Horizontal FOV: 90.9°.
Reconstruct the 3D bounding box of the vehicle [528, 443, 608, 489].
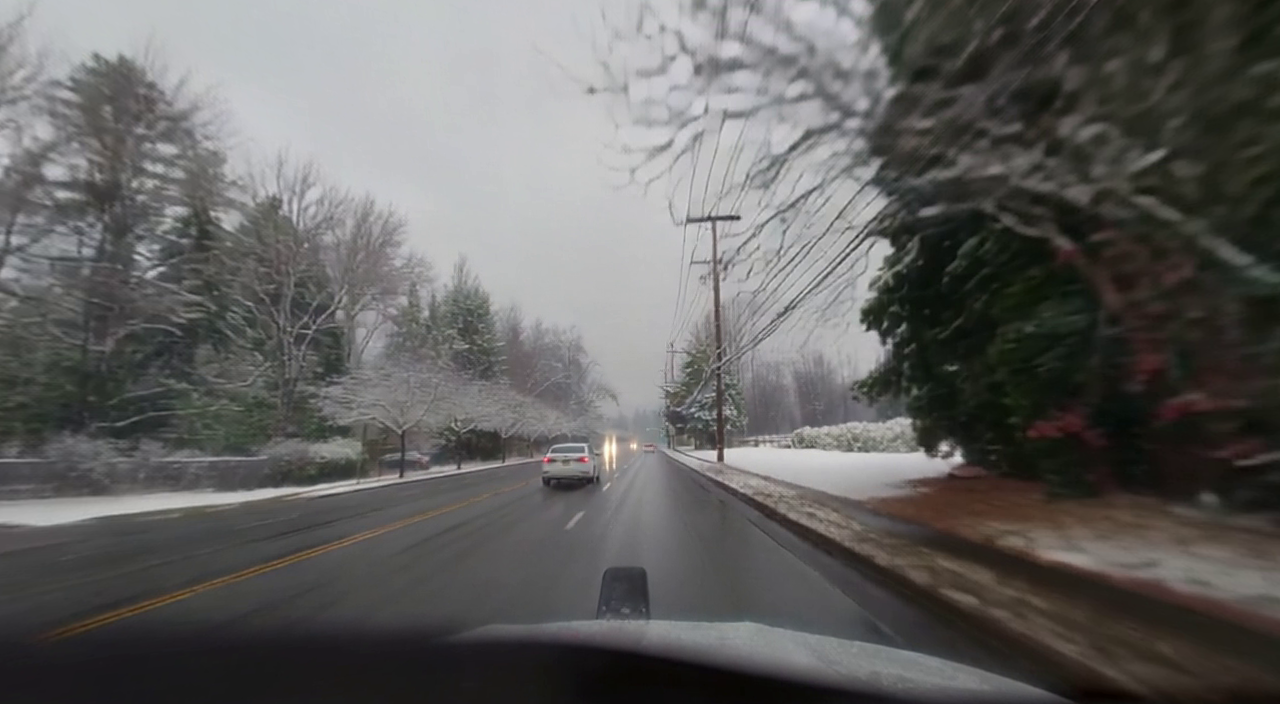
[{"bbox_3d":[-2.436,4.029,22.597,2.153,1.461,4.374,-1,-8,3],"label":"vehicle"}]
